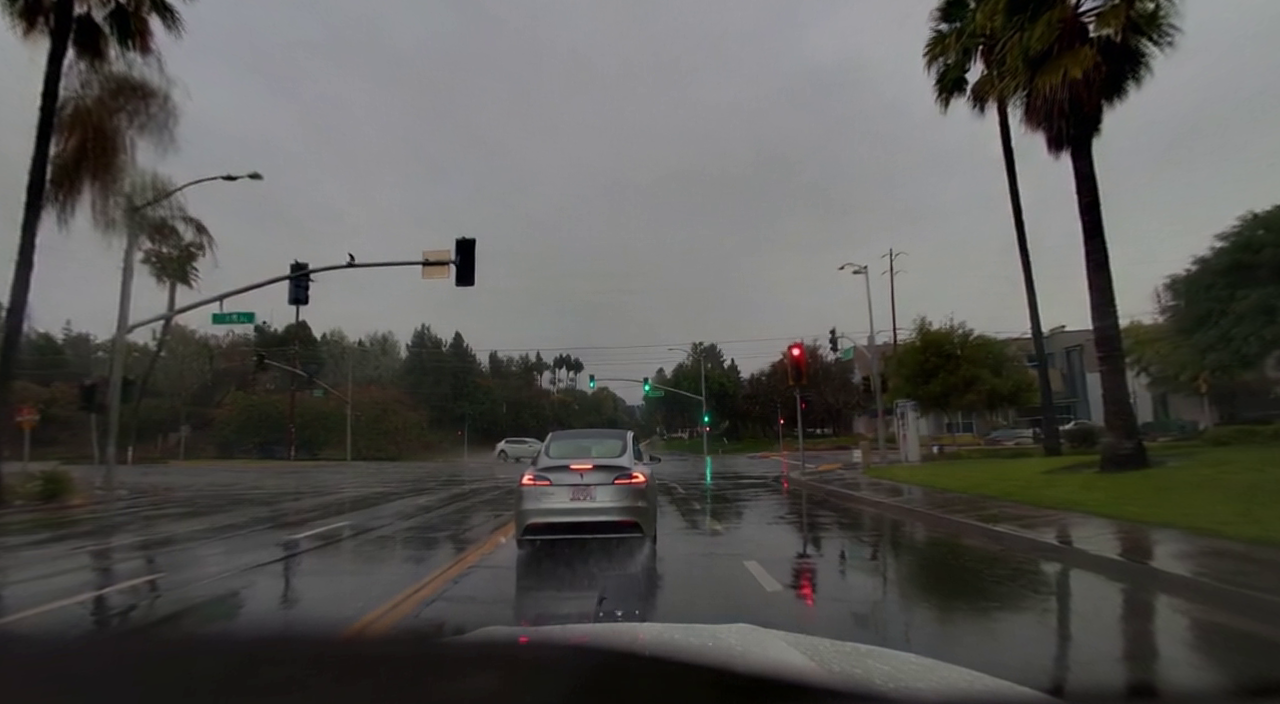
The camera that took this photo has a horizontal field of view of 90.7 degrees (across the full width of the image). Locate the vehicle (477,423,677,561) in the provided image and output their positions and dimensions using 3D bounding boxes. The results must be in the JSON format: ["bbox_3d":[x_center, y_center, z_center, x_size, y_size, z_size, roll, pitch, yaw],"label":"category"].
[{"bbox_3d":[-0.686,1.827,9.006,2.152,1.478,4.229,0,-8,0],"label":"vehicle"}]
